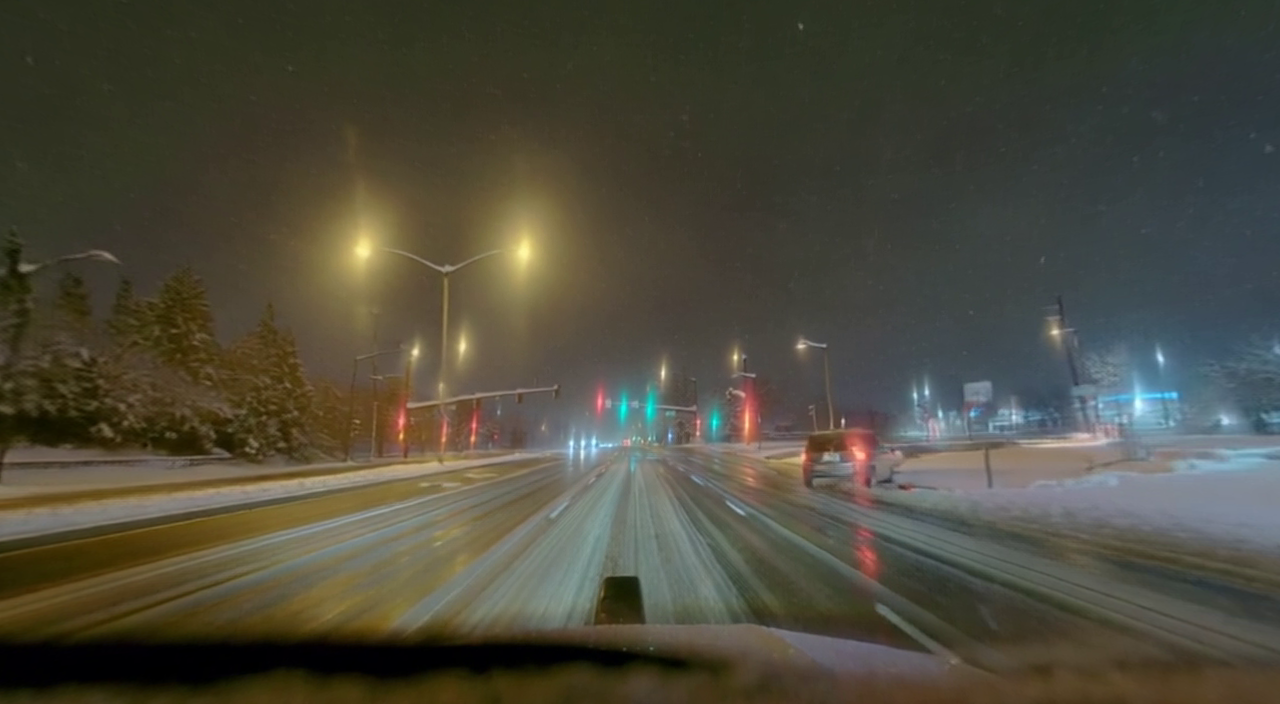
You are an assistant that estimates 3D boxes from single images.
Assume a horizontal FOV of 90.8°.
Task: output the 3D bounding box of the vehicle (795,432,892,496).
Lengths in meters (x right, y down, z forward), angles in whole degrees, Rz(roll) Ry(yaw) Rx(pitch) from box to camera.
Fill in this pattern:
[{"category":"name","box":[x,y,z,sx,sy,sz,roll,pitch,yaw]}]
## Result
[{"category":"vehicle","box":[5.405,2.959,17.194,2.113,1.470,4.867,-2,-9,15]}]
